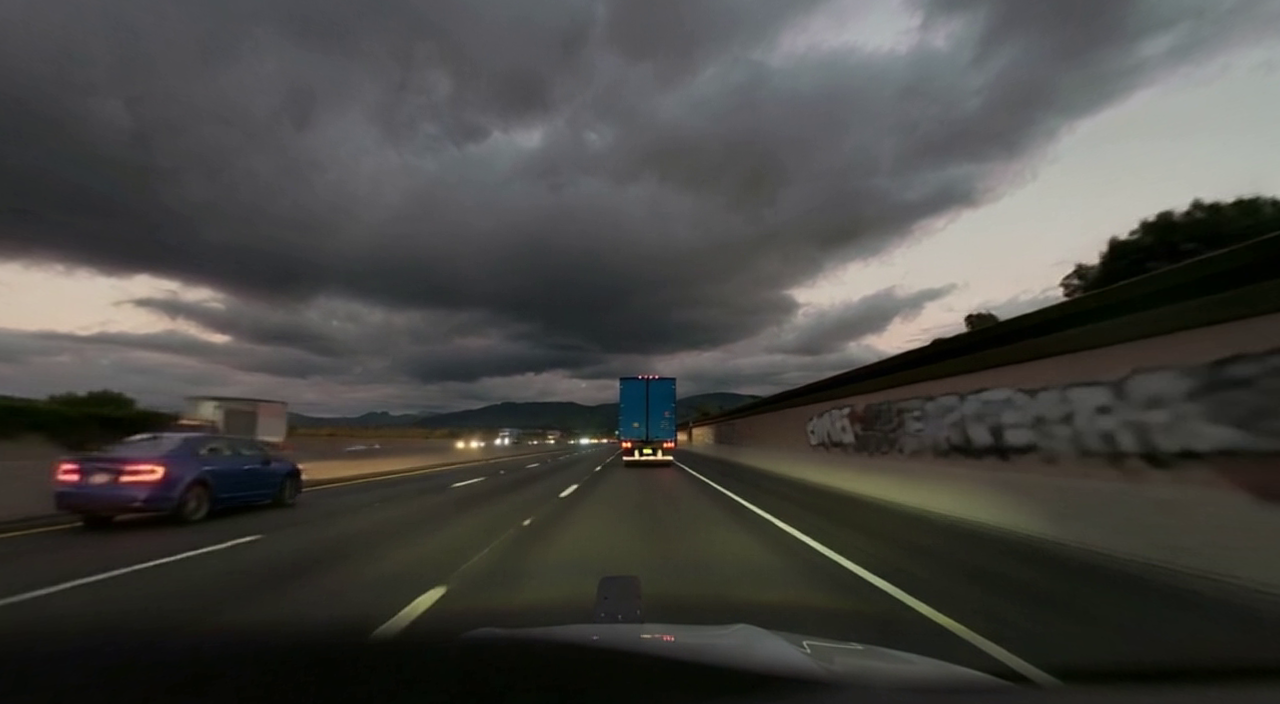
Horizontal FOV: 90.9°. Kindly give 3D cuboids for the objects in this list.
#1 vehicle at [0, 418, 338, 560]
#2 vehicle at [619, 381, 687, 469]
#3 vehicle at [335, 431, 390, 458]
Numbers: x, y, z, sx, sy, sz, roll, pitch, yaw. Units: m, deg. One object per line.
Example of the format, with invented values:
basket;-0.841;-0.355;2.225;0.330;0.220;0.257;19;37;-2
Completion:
vehicle;-6.546;1.815;9.216;1.982;1.535;4.519;0;-8;0
vehicle;0.402;3.885;32.513;2.921;3.765;10.773;0;-8;-2
vehicle;-14.761;4.929;33.698;1.516;1.328;3.122;0;-8;0
